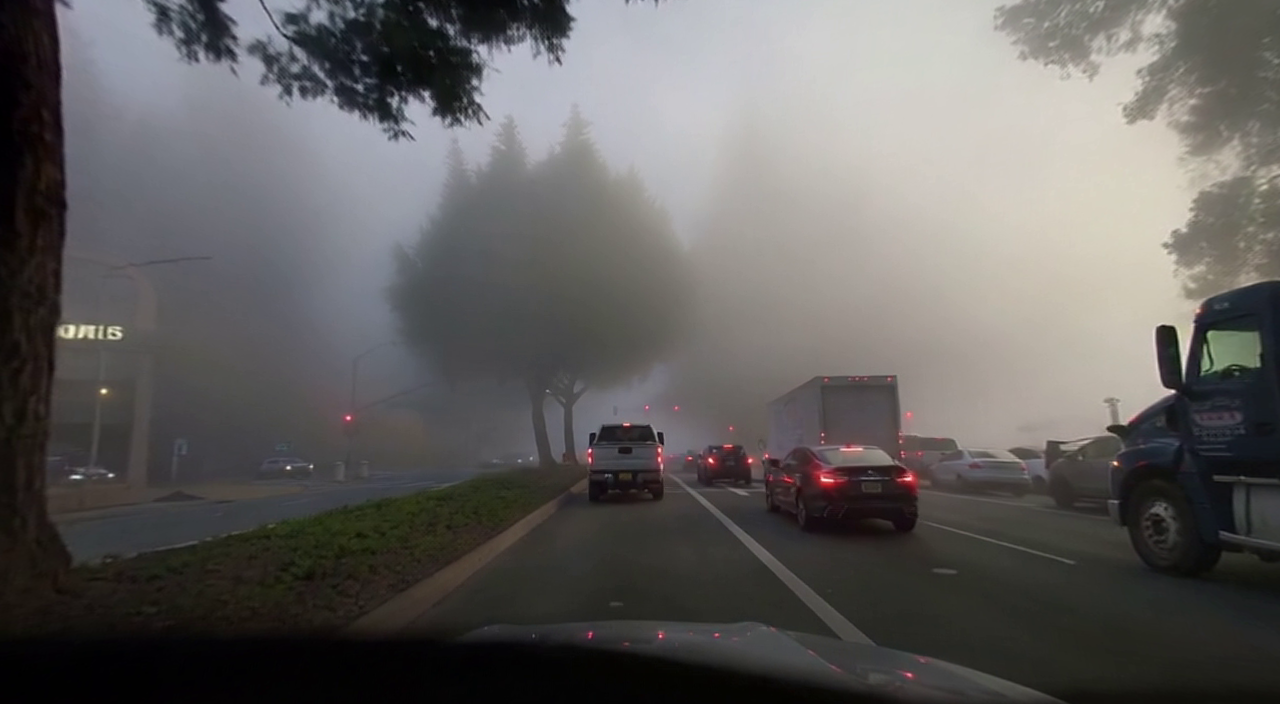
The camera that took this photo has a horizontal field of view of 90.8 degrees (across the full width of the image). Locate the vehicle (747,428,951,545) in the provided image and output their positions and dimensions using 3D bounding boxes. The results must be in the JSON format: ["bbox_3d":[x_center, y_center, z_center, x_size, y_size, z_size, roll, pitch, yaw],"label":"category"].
[{"bbox_3d":[3.307,2.234,11.255,1.905,1.587,4.998,0,-9,0],"label":"vehicle"}]

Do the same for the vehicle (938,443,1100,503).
[{"bbox_3d":[10.408,3.321,17.821,1.768,1.472,4.350,0,-9,-1],"label":"vehicle"}]

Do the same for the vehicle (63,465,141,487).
[{"bbox_3d":[-38.057,8.775,44.711,4.150,1.474,1.826,-2,-9,11],"label":"vehicle"}]

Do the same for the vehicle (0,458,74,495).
[{"bbox_3d":[-28.611,5.686,29.076,1.730,1.534,3.922,1,-9,-7],"label":"vehicle"}]

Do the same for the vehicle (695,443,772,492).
[{"bbox_3d":[3.102,3.922,21.851,1.922,1.483,4.436,0,-9,-1],"label":"vehicle"}]

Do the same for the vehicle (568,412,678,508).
[{"bbox_3d":[-0.420,2.849,17.019,2.499,2.183,5.111,0,-9,-1],"label":"vehicle"}]

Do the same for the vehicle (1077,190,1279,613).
[{"bbox_3d":[6.486,0.146,3.423,2.802,3.322,7.429,0,-9,0],"label":"vehicle"}]
